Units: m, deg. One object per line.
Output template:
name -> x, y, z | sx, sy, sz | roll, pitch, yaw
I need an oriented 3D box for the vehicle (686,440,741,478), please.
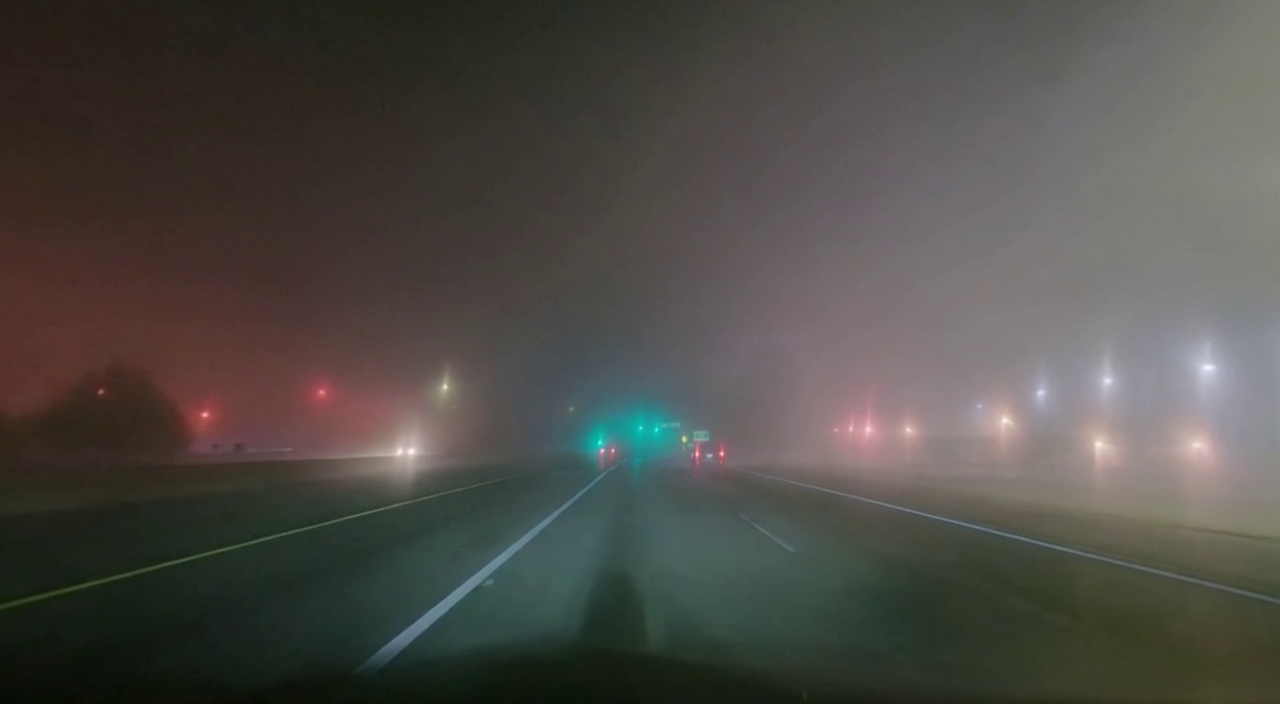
vehicle -> 3.357, 5.004, 29.673 | 2.085, 1.594, 4.848 | 0, -9, 1
